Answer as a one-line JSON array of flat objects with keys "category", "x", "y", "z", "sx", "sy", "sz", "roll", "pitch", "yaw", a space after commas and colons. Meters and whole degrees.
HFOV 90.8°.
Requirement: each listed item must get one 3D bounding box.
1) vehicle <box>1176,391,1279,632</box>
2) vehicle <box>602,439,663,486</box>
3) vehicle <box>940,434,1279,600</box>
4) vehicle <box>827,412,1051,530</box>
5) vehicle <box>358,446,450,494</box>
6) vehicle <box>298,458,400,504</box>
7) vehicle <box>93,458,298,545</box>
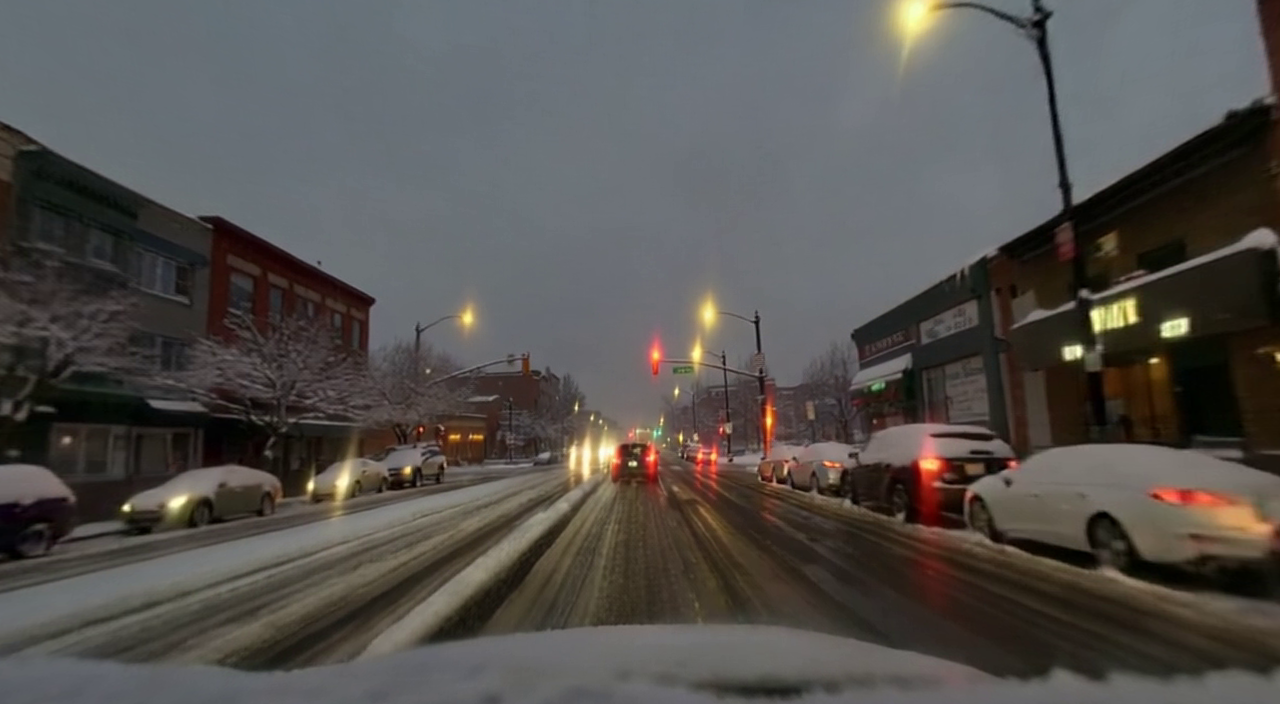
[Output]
[{"category": "vehicle", "x": 5.861, "y": 0.928, "z": 2.929, "sx": 1.957, "sy": 1.806, "sz": 5.369, "roll": 0, "pitch": -8, "yaw": -1}, {"category": "vehicle", "x": -0.269, "y": 4.111, "z": 23.762, "sx": 2.086, "sy": 1.575, "sz": 4.205, "roll": 0, "pitch": -8, "yaw": 0}, {"category": "vehicle", "x": 5.850, "y": 1.839, "z": 8.030, "sx": 1.854, "sy": 1.498, "sz": 4.295, "roll": 0, "pitch": -8, "yaw": -1}, {"category": "vehicle", "x": 5.794, "y": 2.373, "z": 13.187, "sx": 2.201, "sy": 1.972, "sz": 4.845, "roll": 0, "pitch": -8, "yaw": -1}, {"category": "vehicle", "x": -11.293, "y": 5.641, "z": 30.807, "sx": 2.240, "sy": 2.052, "sz": 5.872, "roll": 0, "pitch": -8, "yaw": 0}, {"category": "vehicle", "x": -11.109, "y": 4.929, "z": 24.562, "sx": 1.868, "sy": 1.502, "sz": 4.626, "roll": 0, "pitch": -8, "yaw": -1}, {"category": "vehicle", "x": -11.109, "y": 3.697, "z": 16.289, "sx": 1.920, "sy": 1.498, "sz": 4.591, "roll": -5, "pitch": -6, "yaw": 2}]
